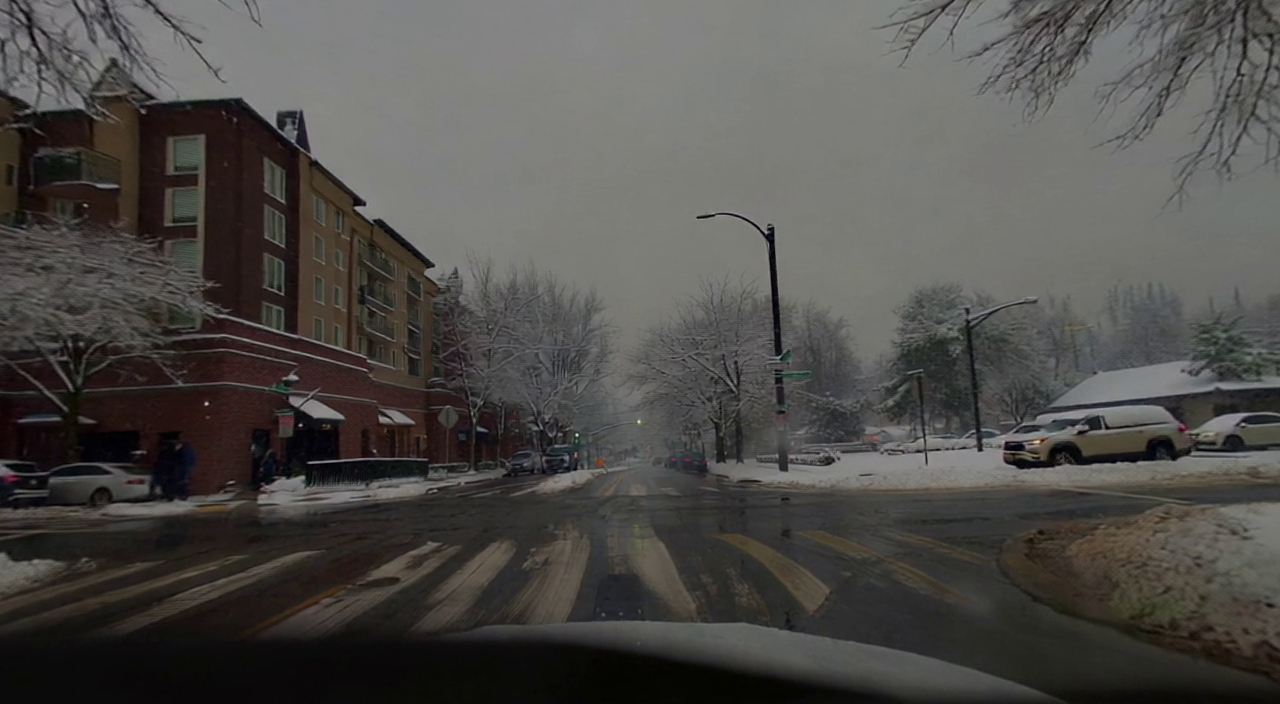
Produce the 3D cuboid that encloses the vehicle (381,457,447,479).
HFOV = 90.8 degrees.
[{"bbox_3d":[-16.931,8.668,47.376,4.203,1.544,1.889,0,-8,2],"label":"vehicle"}]

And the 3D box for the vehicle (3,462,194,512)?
[{"bbox_3d":[-17.316,4.316,20.372,4.439,1.448,1.793,0,-9,0],"label":"vehicle"}]

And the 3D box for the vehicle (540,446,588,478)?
[{"bbox_3d":[-4.436,6.550,37.700,2.102,1.768,4.290,-1,-9,3],"label":"vehicle"}]

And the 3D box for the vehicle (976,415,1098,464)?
[{"bbox_3d":[16.743,3.790,26.997,2.041,1.921,4.574,0,-9,-2],"label":"vehicle"}]

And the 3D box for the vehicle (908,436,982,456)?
[{"bbox_3d":[23.013,7.087,47.772,4.528,1.475,2.070,0,-8,3],"label":"vehicle"}]

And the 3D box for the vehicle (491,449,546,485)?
[{"bbox_3d":[-7.617,7.249,40.251,2.193,1.814,5.061,-9,-8,0],"label":"vehicle"}]

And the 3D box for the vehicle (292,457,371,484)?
[{"bbox_3d":[-23.156,8.889,47.482,4.844,1.836,2.117,-1,-8,5],"label":"vehicle"}]

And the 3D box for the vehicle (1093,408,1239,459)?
[{"bbox_3d":[22.304,3.532,27.144,2.137,1.962,4.988,-1,-8,3],"label":"vehicle"}]

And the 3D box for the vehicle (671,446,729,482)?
[{"bbox_3d":[3.253,5.874,33.548,1.942,1.603,3.785,1,-7,23],"label":"vehicle"}]
